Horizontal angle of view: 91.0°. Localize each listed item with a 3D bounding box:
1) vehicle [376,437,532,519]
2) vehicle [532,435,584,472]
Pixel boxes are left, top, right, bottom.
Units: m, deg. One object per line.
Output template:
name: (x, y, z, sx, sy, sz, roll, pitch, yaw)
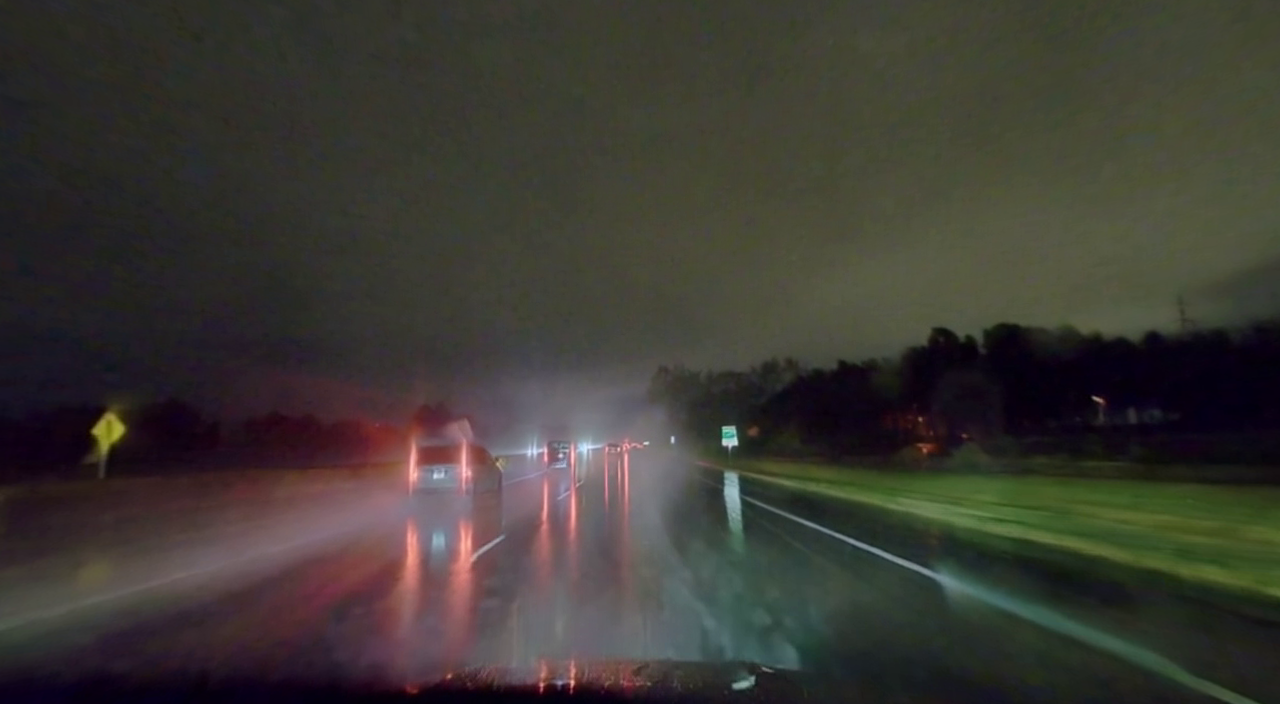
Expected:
vehicle: (-3.902, 2.724, 14.194, 2.044, 1.527, 4.607, 0, -9, 1)
vehicle: (-4.339, 5.490, 34.046, 2.177, 1.852, 4.427, 0, -9, 1)
